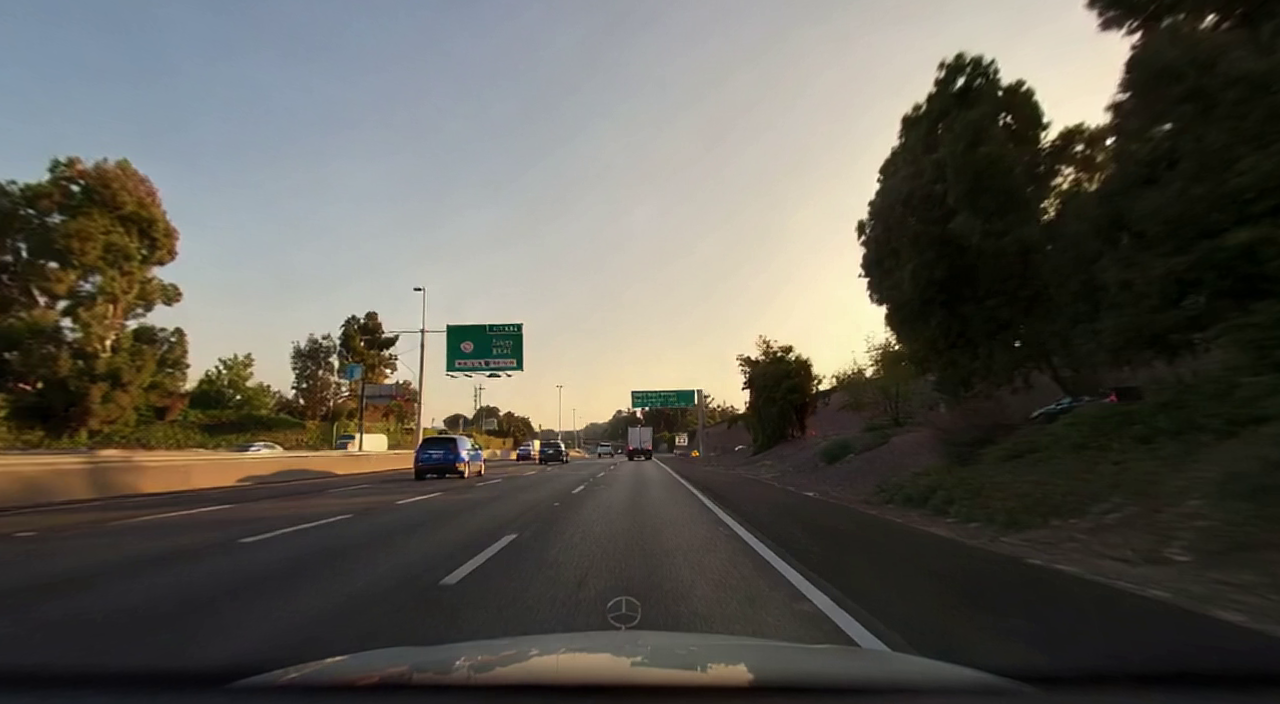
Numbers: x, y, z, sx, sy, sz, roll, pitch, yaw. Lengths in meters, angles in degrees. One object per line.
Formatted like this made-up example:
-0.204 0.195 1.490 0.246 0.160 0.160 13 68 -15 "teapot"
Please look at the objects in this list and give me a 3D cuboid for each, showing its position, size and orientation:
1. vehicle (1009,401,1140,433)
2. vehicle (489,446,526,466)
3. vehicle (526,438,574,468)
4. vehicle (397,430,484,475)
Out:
27.068 4.182 39.577 2.401 1.540 6.222 4 -11 -29 "vehicle"
-10.105 7.971 48.283 1.909 1.475 4.199 0 -9 1 "vehicle"
-6.366 7.229 45.260 2.502 1.997 5.697 0 -9 0 "vehicle"
-10.650 5.446 34.278 2.571 2.169 6.443 0 -9 0 "vehicle"
